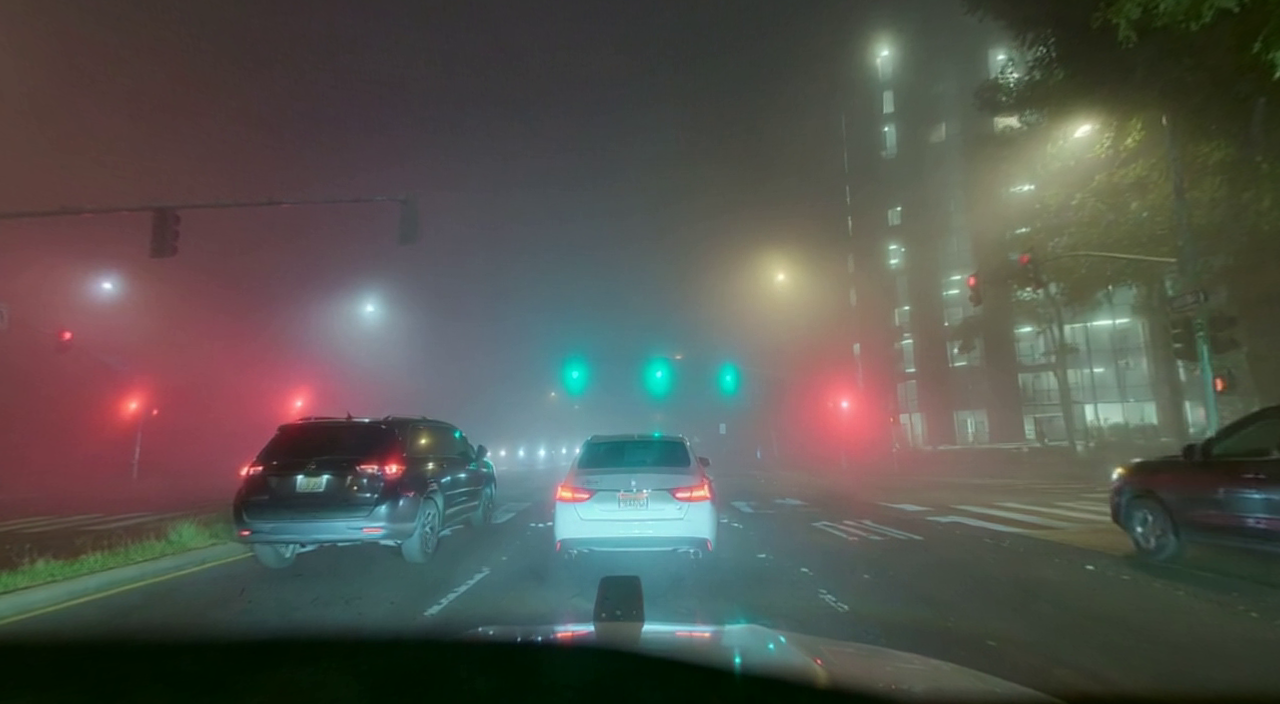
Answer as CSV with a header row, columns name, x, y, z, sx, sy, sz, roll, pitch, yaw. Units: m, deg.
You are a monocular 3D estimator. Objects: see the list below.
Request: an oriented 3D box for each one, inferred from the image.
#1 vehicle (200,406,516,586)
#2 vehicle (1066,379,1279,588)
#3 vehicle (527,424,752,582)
name,x,y,z,sx,sy,sz,roll,pitch,yaw
vehicle,-3.167,1.717,8.387,2.081,1.719,4.434,0,-8,1
vehicle,6.715,1.181,5.685,2.079,1.828,5.323,0,-8,1
vehicle,0.016,1.765,8.157,2.190,1.522,3.850,0,-8,1
